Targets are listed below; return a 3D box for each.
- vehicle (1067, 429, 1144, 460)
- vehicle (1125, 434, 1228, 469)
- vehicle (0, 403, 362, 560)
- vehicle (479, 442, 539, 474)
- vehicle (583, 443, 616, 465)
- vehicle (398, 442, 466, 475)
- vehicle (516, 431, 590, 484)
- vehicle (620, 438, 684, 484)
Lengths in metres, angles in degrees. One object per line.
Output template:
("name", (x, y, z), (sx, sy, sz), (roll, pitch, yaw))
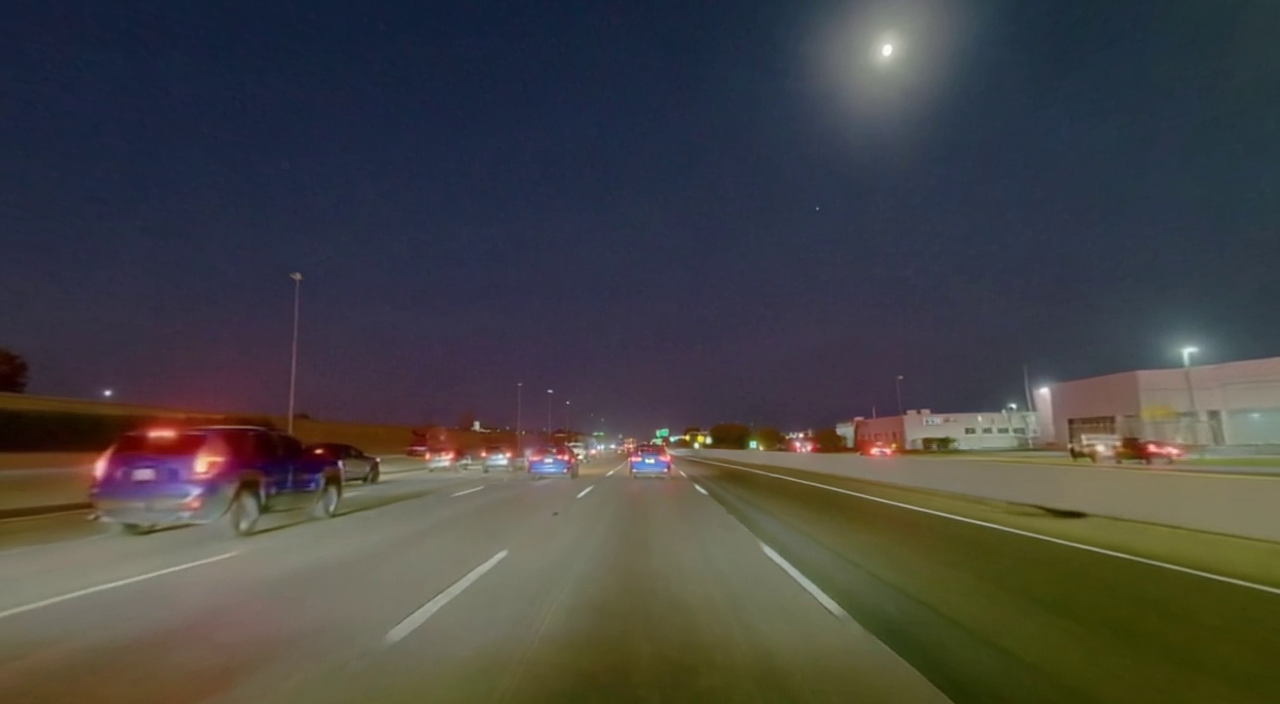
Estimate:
("vehicle", (30.899, 6.184, 41.998), (1.939, 1.888, 3.984), (0, -9, -1))
("vehicle", (30.894, 5.708, 36.549), (1.858, 1.741, 4.683), (-2, -7, 1))
("vehicle", (-6.499, 1.853, 9.793), (2.125, 1.804, 4.864), (0, -8, 0))
("vehicle", (-6.338, 5.171, 31.029), (1.933, 1.439, 4.441), (0, -8, 1))
("vehicle", (-2.934, 7.483, 46.451), (2.048, 1.497, 4.466), (0, -8, 1))
("vehicle", (-10.083, 5.158, 30.910), (1.861, 1.495, 4.007), (0, -8, 1))
("vehicle", (-3.076, 3.825, 23.191), (2.007, 1.730, 4.412), (0, -8, 1))
("vehicle", (0.404, 3.886, 22.738), (2.090, 1.474, 3.970), (0, -8, 1))
